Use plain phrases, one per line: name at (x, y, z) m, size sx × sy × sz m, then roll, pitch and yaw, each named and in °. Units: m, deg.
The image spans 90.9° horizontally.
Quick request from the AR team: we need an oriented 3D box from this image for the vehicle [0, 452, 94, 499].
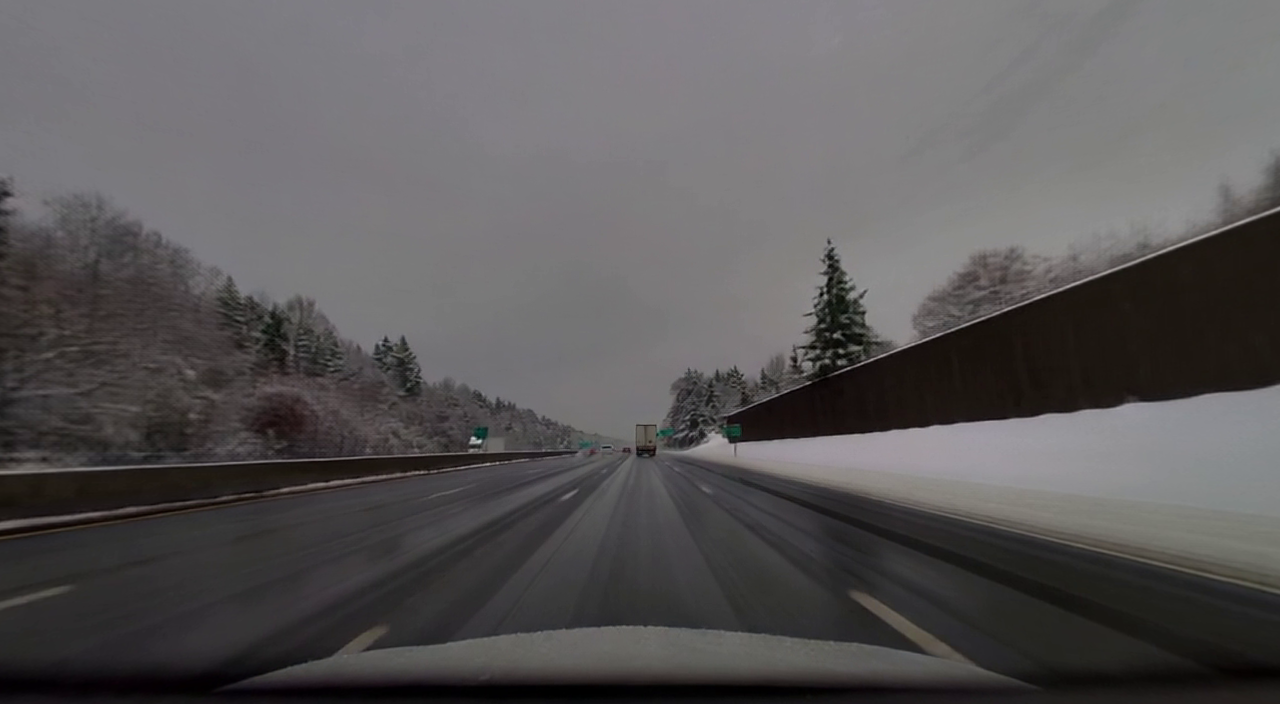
vehicle at (-21.749, 4.211, 21.609) m, size 1.943 × 1.490 × 4.482 m, roll 0°, pitch -9°, yaw 1°
